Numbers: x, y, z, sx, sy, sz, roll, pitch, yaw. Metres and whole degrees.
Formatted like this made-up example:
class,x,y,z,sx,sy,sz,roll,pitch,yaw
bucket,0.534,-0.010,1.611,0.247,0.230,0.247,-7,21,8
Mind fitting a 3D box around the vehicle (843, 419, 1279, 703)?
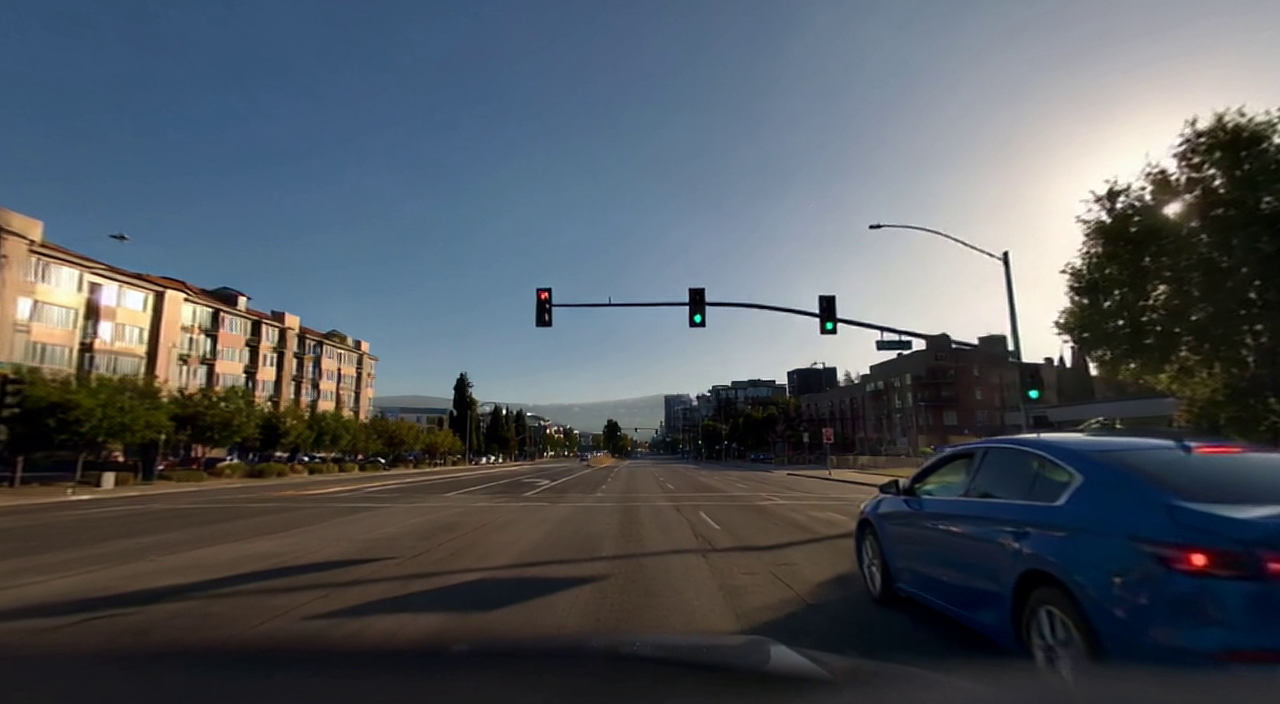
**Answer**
class,x,y,z,sx,sy,sz,roll,pitch,yaw
vehicle,3.113,1.261,4.123,2.015,1.455,4.615,0,-9,0
